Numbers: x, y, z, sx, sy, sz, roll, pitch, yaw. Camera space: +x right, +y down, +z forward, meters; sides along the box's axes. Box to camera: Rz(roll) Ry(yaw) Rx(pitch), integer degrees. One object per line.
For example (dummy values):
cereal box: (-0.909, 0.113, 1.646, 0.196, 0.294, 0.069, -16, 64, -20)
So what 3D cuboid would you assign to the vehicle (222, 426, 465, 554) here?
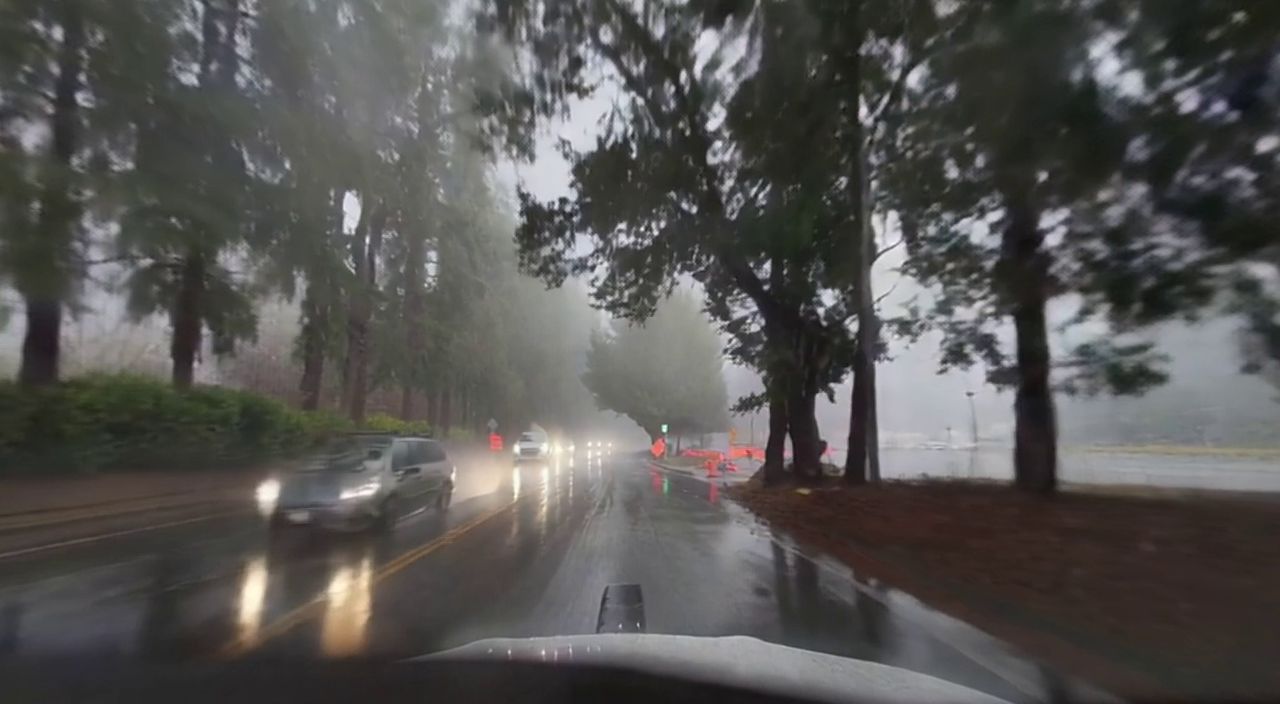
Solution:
vehicle: (-4.427, 2.088, 10.285, 2.001, 1.642, 3.942, -1, -8, 1)

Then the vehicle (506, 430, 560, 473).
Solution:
vehicle: (-5.429, 5.107, 32.622, 2.064, 2.009, 4.512, -1, -8, -1)
